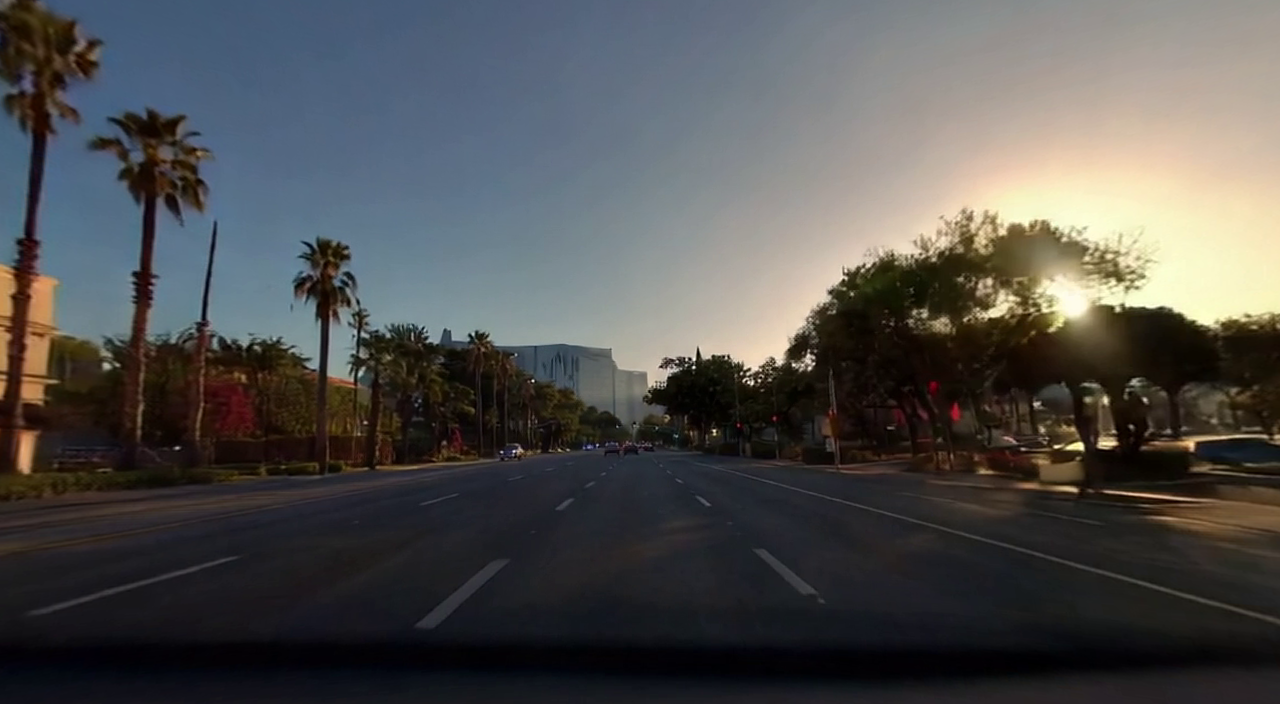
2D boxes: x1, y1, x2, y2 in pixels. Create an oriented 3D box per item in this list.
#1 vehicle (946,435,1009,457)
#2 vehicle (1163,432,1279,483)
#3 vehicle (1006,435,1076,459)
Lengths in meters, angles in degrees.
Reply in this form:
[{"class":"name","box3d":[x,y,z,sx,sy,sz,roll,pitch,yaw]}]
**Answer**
[{"class":"vehicle","box3d":[25.362,7.076,47.556,3.996,1.617,1.807,-4,-9,27]},{"class":"vehicle","box3d":[21.526,3.655,22.144,4.620,1.475,1.904,-3,-9,-2]},{"class":"vehicle","box3d":[30.354,7.214,47.989,4.058,1.538,1.994,-7,-8,23]}]
